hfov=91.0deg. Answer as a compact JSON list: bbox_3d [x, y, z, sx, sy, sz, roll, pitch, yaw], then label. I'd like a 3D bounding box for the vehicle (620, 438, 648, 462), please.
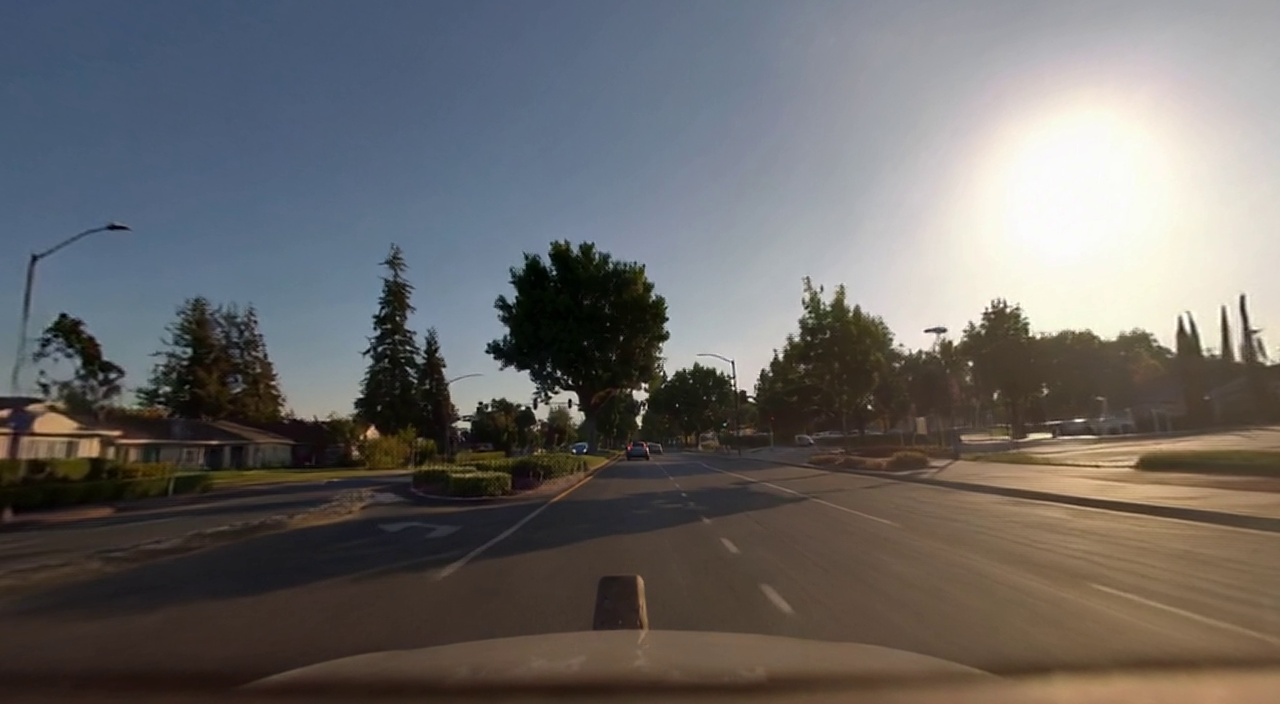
[{"bbox_3d":[-0.480,7.719,49.531,2.146,1.742,4.095,0,-9,-1],"label":"vehicle"}]
